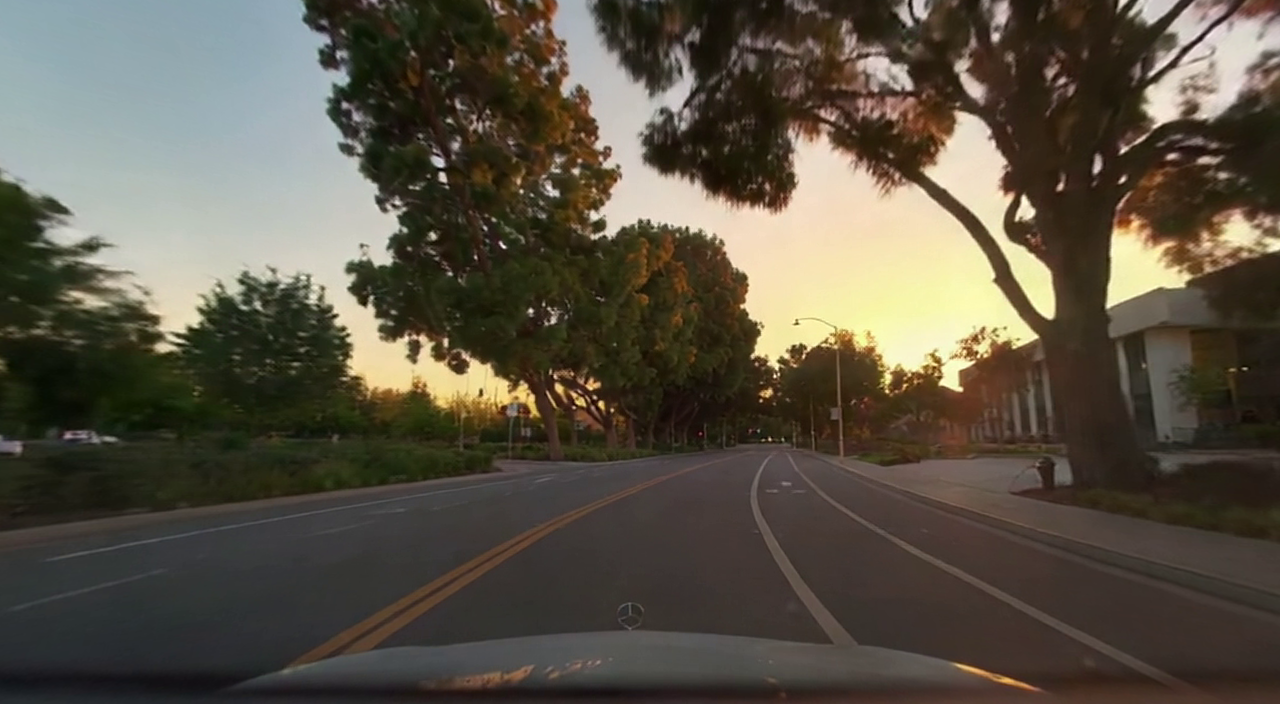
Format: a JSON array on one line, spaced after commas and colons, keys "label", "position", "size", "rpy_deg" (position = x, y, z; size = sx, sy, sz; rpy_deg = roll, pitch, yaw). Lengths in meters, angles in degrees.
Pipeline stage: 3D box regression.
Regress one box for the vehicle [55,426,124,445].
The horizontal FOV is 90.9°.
[{"label": "vehicle", "position": [-43.387, 6.613, 49.738], "size": [1.682, 1.478, 3.747], "rpy_deg": [-1, -8, 11]}]
